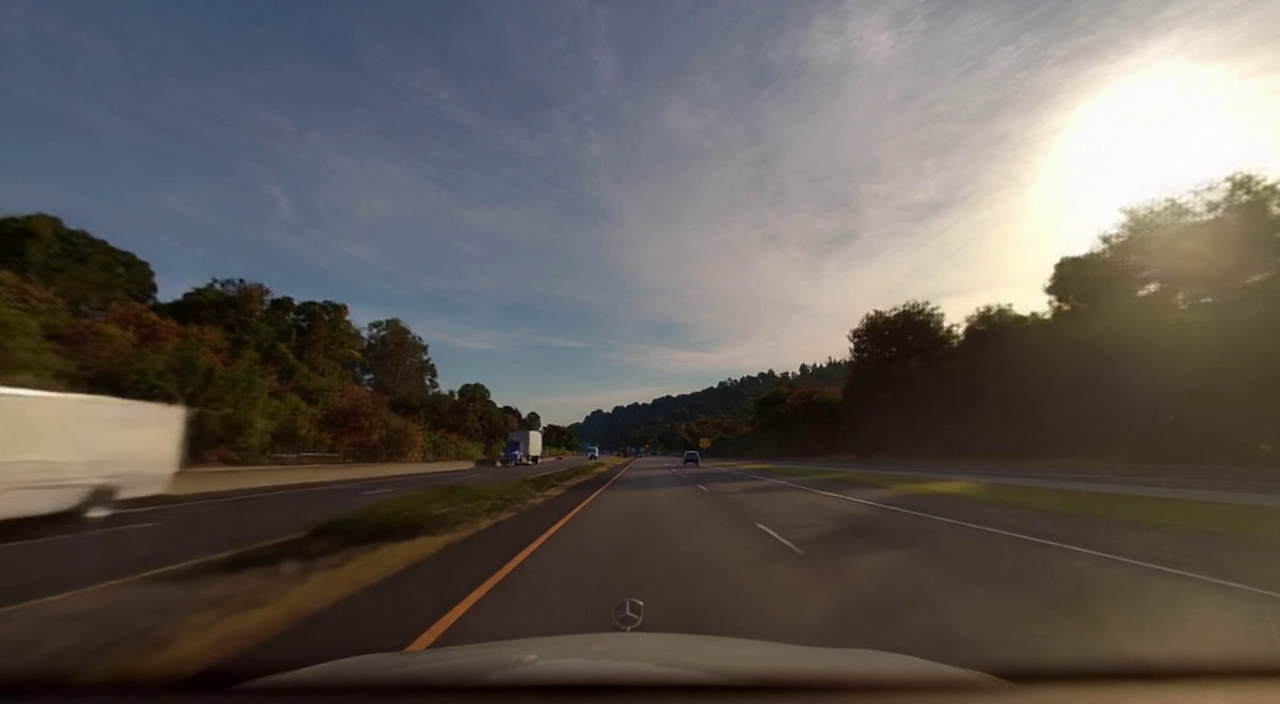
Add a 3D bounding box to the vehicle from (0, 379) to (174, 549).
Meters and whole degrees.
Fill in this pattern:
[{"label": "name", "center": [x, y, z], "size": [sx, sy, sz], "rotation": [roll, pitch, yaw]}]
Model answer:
[{"label": "vehicle", "center": [-12.759, 2.049, 11.586], "size": [2.901, 2.963, 6.971], "rotation": [0, -9, 1]}]
